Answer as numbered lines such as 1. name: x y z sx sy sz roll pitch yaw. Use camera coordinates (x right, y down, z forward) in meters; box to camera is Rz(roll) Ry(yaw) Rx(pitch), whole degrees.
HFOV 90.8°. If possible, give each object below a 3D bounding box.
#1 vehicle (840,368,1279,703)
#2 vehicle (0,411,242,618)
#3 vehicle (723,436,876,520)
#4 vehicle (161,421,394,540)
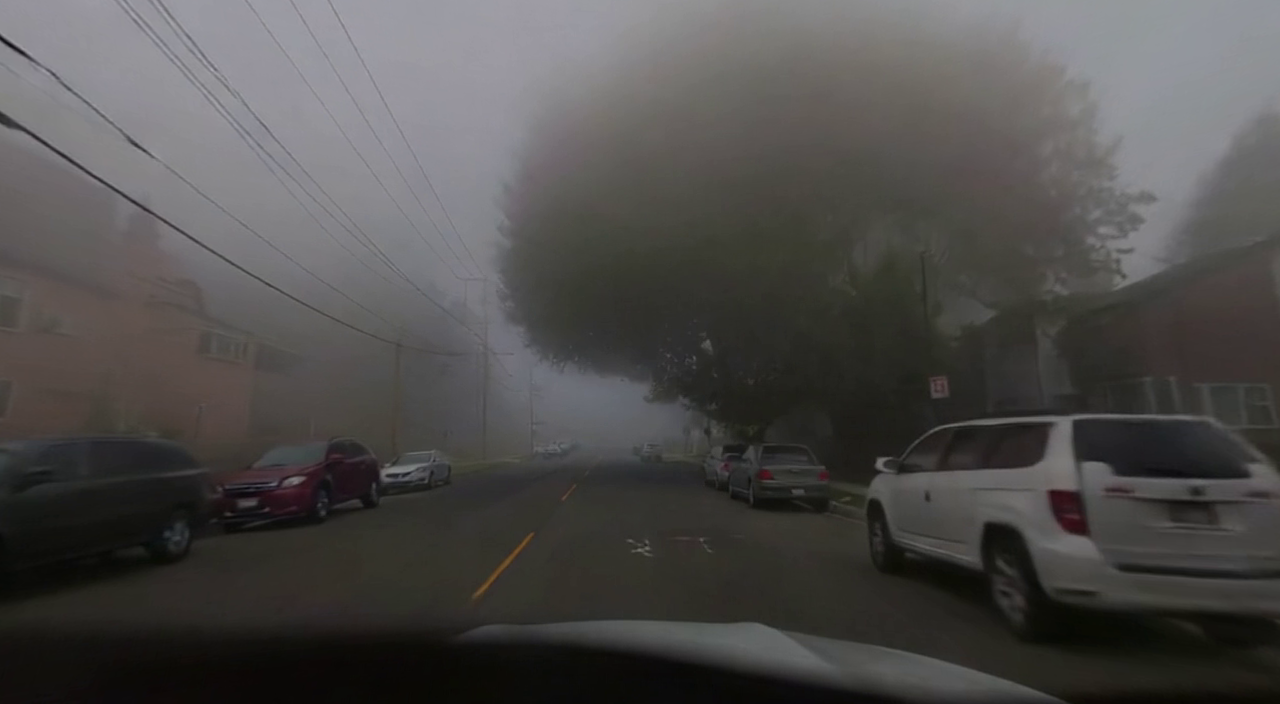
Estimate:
1. vehicle: 3.352 1.263 5.310 1.936 1.756 4.127 0 -9 -1
2. vehicle: -6.490 1.569 6.614 1.988 1.734 4.400 -1 -8 -4
3. vehicle: 3.299 2.715 14.235 1.895 1.537 4.844 1 -9 -4
4. vehicle: -6.710 2.372 12.460 1.992 1.853 4.561 -1 -8 -2
